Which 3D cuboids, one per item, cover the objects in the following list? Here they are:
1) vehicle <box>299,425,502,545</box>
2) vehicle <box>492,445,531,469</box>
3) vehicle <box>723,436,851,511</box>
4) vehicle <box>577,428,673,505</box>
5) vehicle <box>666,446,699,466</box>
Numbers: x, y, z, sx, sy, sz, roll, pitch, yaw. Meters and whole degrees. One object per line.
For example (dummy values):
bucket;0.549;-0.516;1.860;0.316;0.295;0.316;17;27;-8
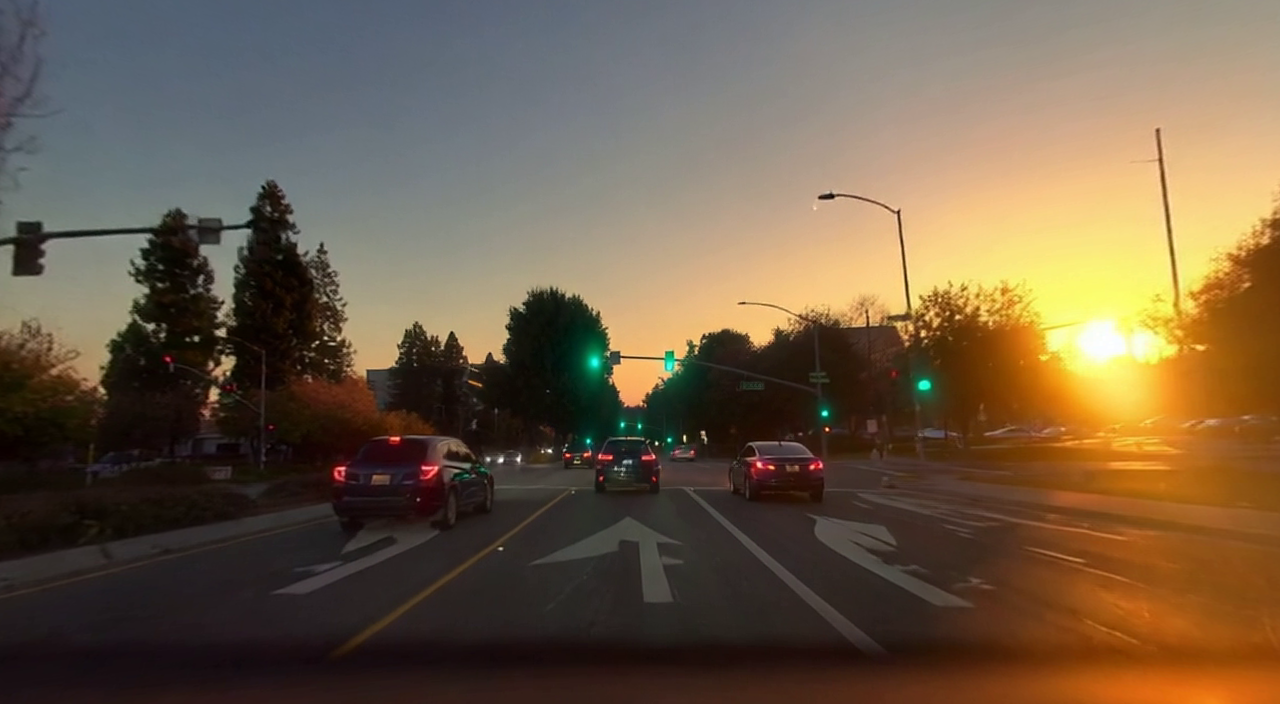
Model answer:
vehicle;-3.722;2.121;10.705;1.823;1.602;4.061;0;-8;0
vehicle;-9.820;7.997;48.530;2.045;1.730;4.375;0;-8;0
vehicle;3.342;2.845;15.286;2.068;1.541;4.041;0;-8;-1
vehicle;-0.342;2.907;16.419;2.150;1.725;4.096;0;-8;0
vehicle;3.261;8.126;49.466;2.171;1.469;4.420;0;-8;-1
